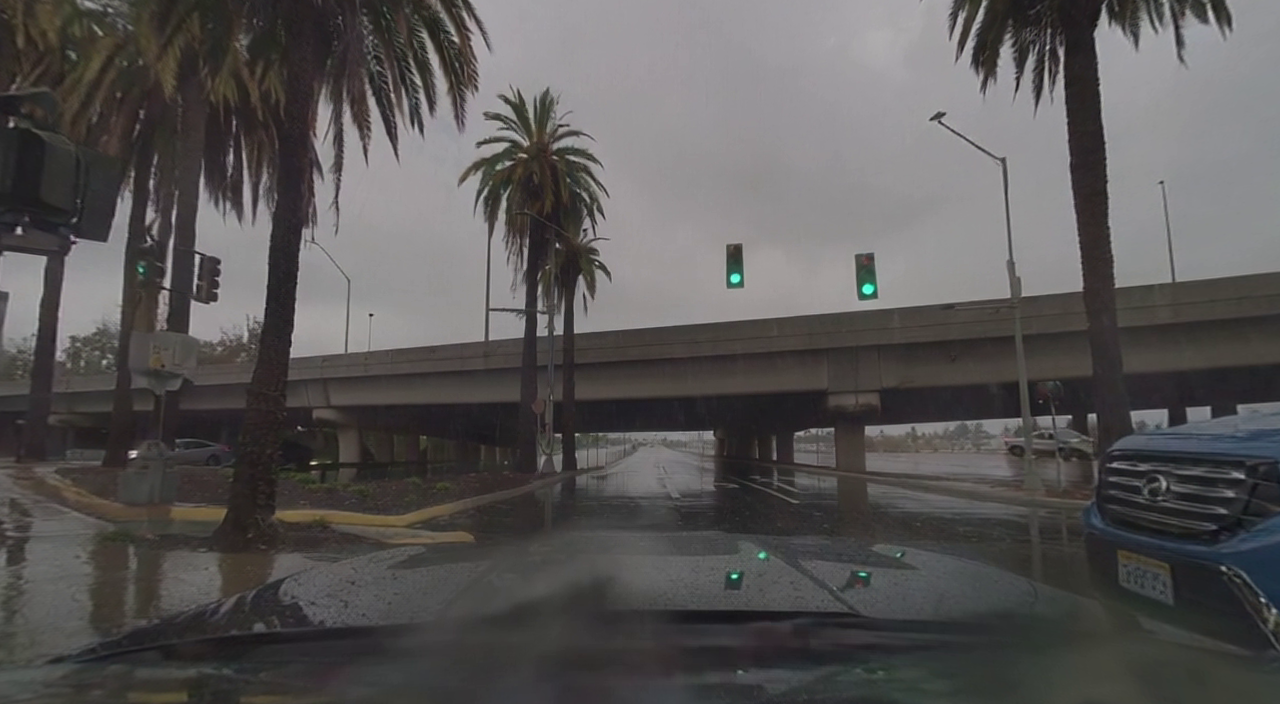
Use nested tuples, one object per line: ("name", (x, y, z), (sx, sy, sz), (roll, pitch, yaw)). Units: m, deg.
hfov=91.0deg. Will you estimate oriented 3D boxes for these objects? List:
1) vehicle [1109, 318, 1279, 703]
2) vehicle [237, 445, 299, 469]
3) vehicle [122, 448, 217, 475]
("vehicle", (3.446, 0.521, 0.795), (2.028, 1.770, 4.737), (0, -9, 0))
("vehicle", (-26.269, 7.415, 44.568), (1.941, 1.631, 4.017), (0, -9, 0))
("vehicle", (-26.563, 6.169, 35.754), (1.830, 1.443, 4.551), (0, -9, 2))
